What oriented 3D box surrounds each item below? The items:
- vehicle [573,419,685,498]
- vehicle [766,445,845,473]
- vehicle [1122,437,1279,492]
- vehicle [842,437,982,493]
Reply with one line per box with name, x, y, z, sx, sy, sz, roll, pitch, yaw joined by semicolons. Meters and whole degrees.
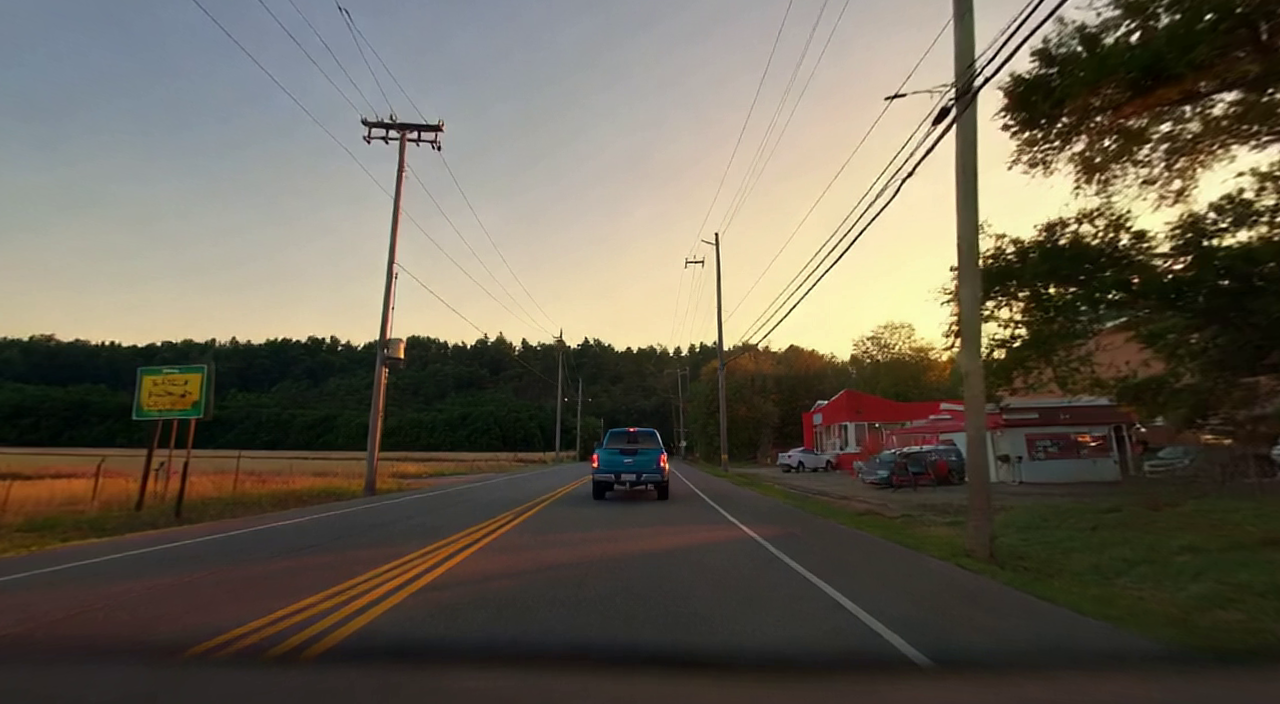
vehicle;-0.272;3.322;20.195;2.921;2.031;7.416;0;-8;0
vehicle;11.263;7.182;42.883;5.304;1.754;2.340;6;-11;-37
vehicle;22.000;4.257;24.096;5.246;1.981;2.054;-2;-9;9
vehicle;11.267;4.607;26.027;5.776;1.936;2.535;7;-8;-34
